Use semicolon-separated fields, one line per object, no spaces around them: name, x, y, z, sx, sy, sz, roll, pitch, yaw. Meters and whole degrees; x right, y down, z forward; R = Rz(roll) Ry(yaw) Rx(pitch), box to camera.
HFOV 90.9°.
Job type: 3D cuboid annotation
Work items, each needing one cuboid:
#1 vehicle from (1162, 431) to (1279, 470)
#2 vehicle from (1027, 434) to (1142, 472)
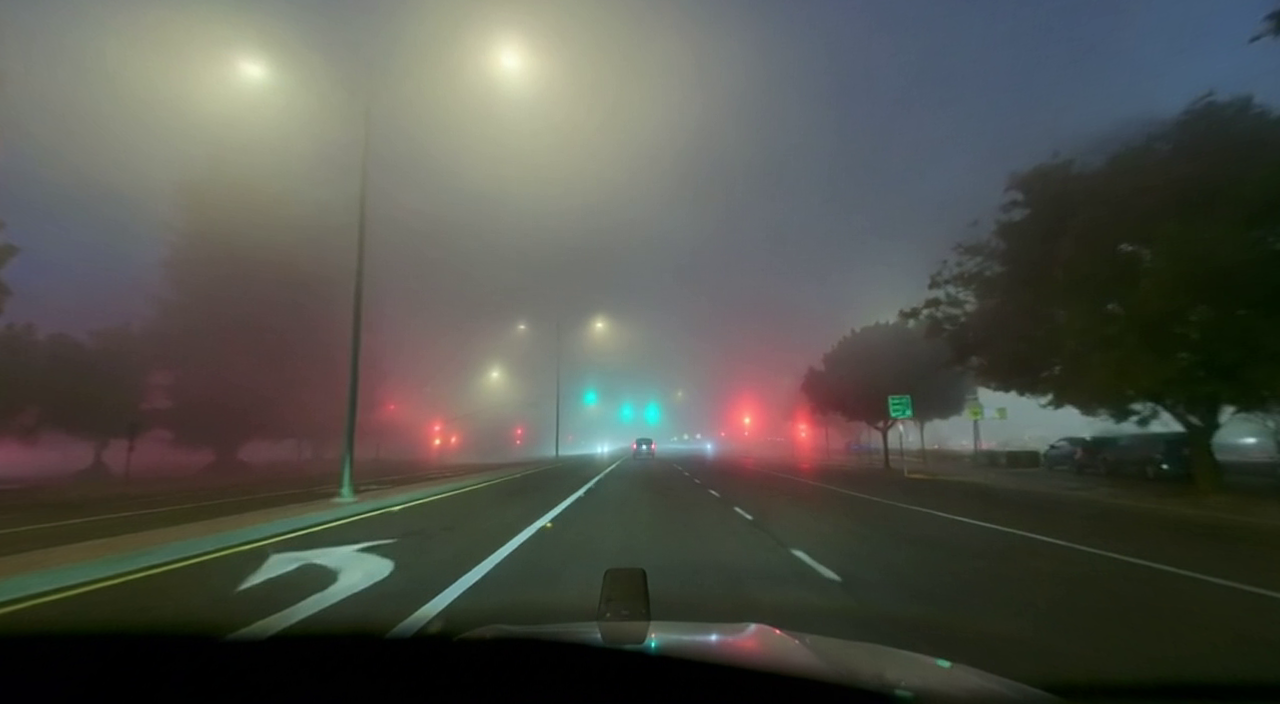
vehicle;24.867;4.211;26.963;1.736;1.516;4.047;-1;-8;3
vehicle;19.225;4.377;27.561;1.842;1.495;4.474;0;-8;2
